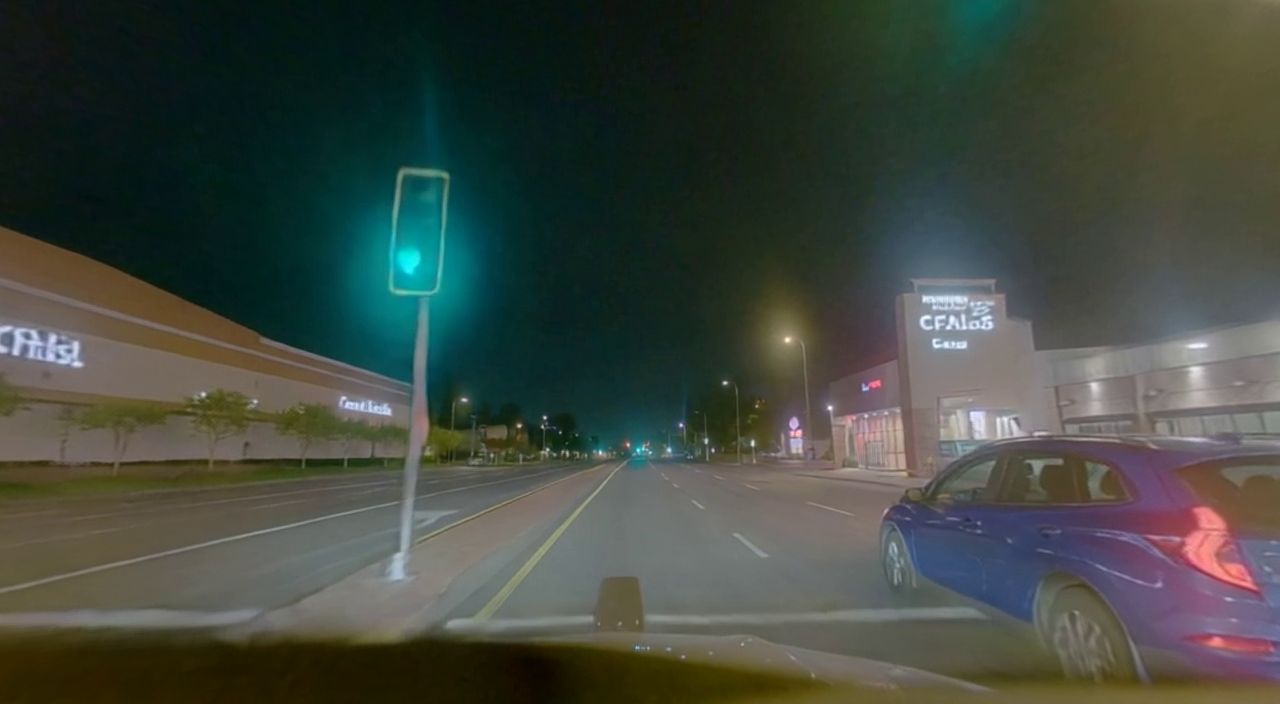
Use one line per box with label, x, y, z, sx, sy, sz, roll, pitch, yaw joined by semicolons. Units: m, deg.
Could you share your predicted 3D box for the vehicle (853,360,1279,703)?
vehicle;3.160;1.077;3.657;2.015;1.641;4.995;0;-8;-1
